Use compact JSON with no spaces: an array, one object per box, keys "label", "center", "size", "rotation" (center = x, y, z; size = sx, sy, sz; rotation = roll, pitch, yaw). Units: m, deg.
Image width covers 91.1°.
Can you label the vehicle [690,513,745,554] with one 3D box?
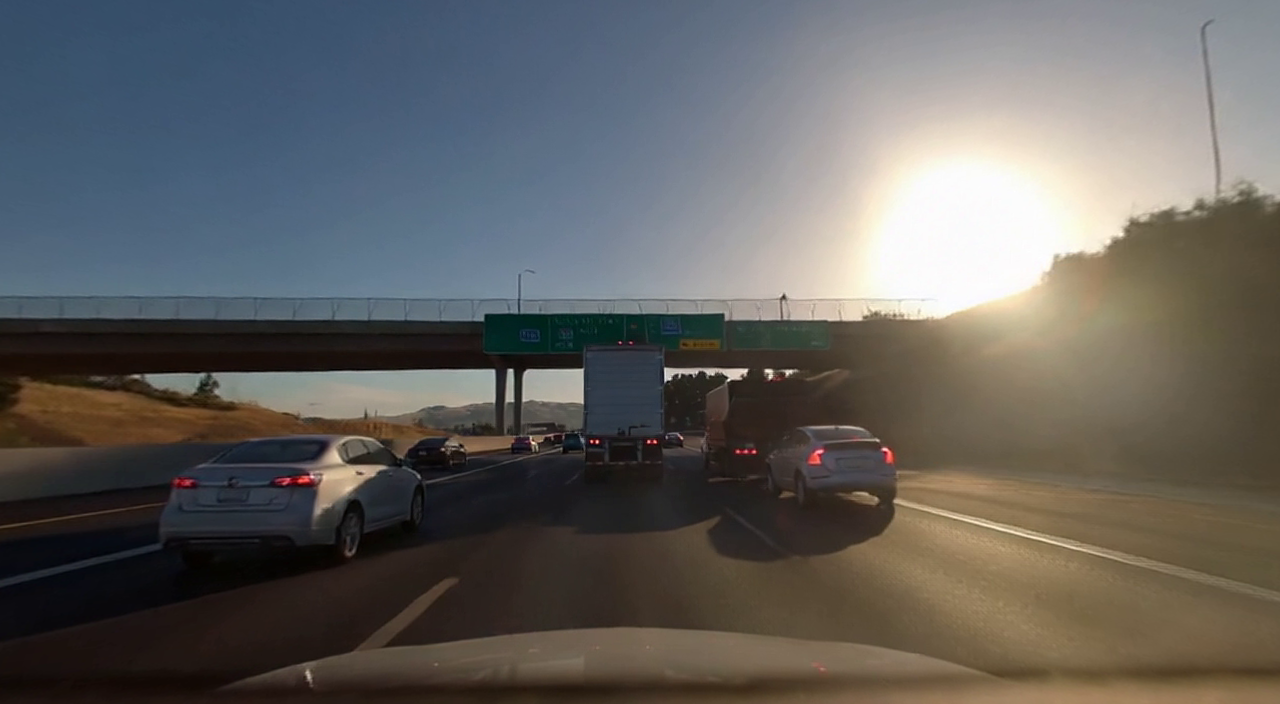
[{"label":"vehicle","center":[4.577,10.833,37.697],"size":[2.835,2.000,2.696],"rotation":[0,-7,-2]}]

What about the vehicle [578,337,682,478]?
[{"label":"vehicle","center":[-0.421,2.223,22.953],"size":[2.938,4.033,9.980],"rotation":[0,-8,-2]}]

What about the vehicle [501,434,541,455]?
[{"label":"vehicle","center":[-8.529,6.666,45.491],"size":[2.019,1.471,4.347],"rotation":[0,-8,0]}]

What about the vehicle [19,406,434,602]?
[{"label":"vehicle","center":[-3.828,1.430,6.817],"size":[1.882,1.493,3.828],"rotation":[0,-8,0]}]

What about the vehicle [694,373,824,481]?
[{"label":"vehicle","center":[4.939,3.786,30.030],"size":[2.863,3.936,14.058],"rotation":[0,-9,-3]}]

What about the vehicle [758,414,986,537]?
[{"label":"vehicle","center":[3.270,1.810,9.889],"size":[1.976,1.513,4.065],"rotation":[0,-8,-1]}]

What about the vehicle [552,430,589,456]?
[{"label":"vehicle","center":[-4.557,6.065,41.854],"size":[1.986,1.612,4.155],"rotation":[0,-8,0]}]
